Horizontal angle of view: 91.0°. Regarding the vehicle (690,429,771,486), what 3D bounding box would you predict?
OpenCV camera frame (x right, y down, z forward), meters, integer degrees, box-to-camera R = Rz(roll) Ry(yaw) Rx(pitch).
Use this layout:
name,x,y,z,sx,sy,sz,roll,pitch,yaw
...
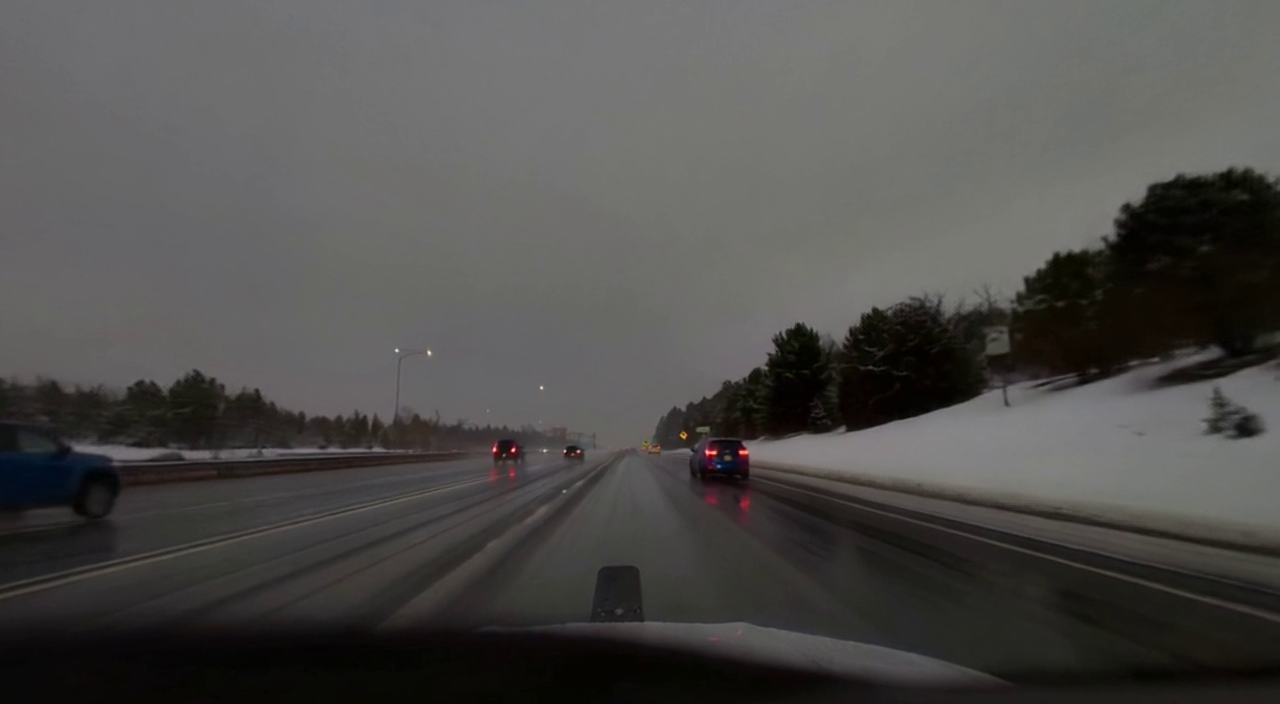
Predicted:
name,x,y,z,sx,sy,sz,roll,pitch,yaw
vehicle,3.265,3.950,23.783,2.184,1.892,4.763,0,-9,-2

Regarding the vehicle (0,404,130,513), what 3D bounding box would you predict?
name,x,y,z,sx,sy,sz,roll,pitch,yaw
vehicle,-14.772,2.215,13.147,2.736,2.262,6.533,0,-9,0
